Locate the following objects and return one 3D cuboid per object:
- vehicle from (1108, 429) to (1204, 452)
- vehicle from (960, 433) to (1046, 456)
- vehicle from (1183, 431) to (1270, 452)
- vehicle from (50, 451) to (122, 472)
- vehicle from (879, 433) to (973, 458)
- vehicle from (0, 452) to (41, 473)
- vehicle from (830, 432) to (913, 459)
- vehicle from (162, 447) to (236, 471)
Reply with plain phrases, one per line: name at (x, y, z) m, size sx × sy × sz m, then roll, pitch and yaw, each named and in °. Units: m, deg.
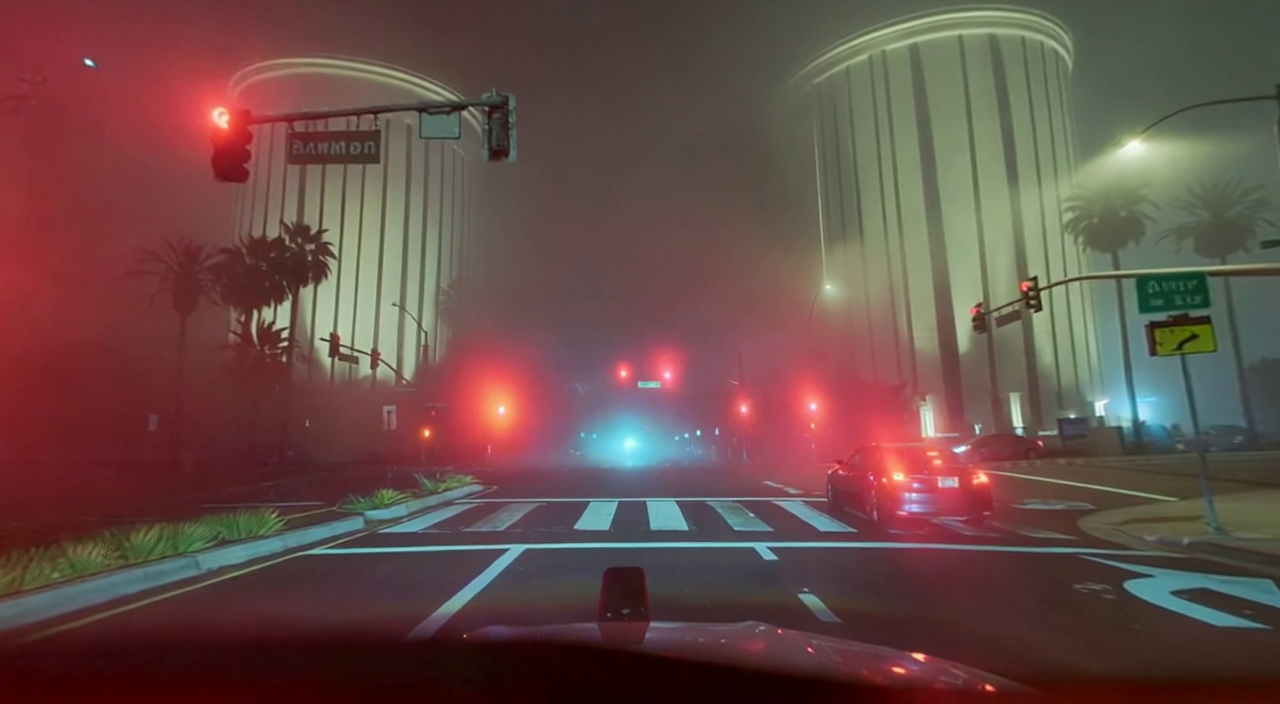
vehicle at (33.290, 5.741, 40.732) m, size 4.567 × 1.458 × 1.791 m, roll 0°, pitch -8°, yaw 1°
vehicle at (23.647, 6.037, 41.155) m, size 4.423 × 1.465 × 1.798 m, roll 0°, pitch -8°, yaw 0°
vehicle at (42.226, 6.465, 45.434) m, size 4.437 × 1.469 × 1.811 m, roll 0°, pitch -8°, yaw 0°
vehicle at (-41.603, 8.225, 47.353) m, size 3.698 × 1.467 × 1.779 m, roll 0°, pitch -8°, yaw 0°
vehicle at (17.032, 5.576, 37.656) m, size 4.684 × 1.461 × 1.777 m, roll 0°, pitch -8°, yaw -1°
vehicle at (-47.912, 8.325, 47.483) m, size 3.786 × 1.555 × 1.702 m, roll 0°, pitch -8°, yaw 2°
vehicle at (15.141, 6.130, 41.382) m, size 4.648 × 1.665 × 1.910 m, roll 0°, pitch -8°, yaw -1°
vehicle at (-33.089, 8.019, 47.324) m, size 4.136 × 1.661 × 1.857 m, roll 0°, pitch -8°, yaw 1°
